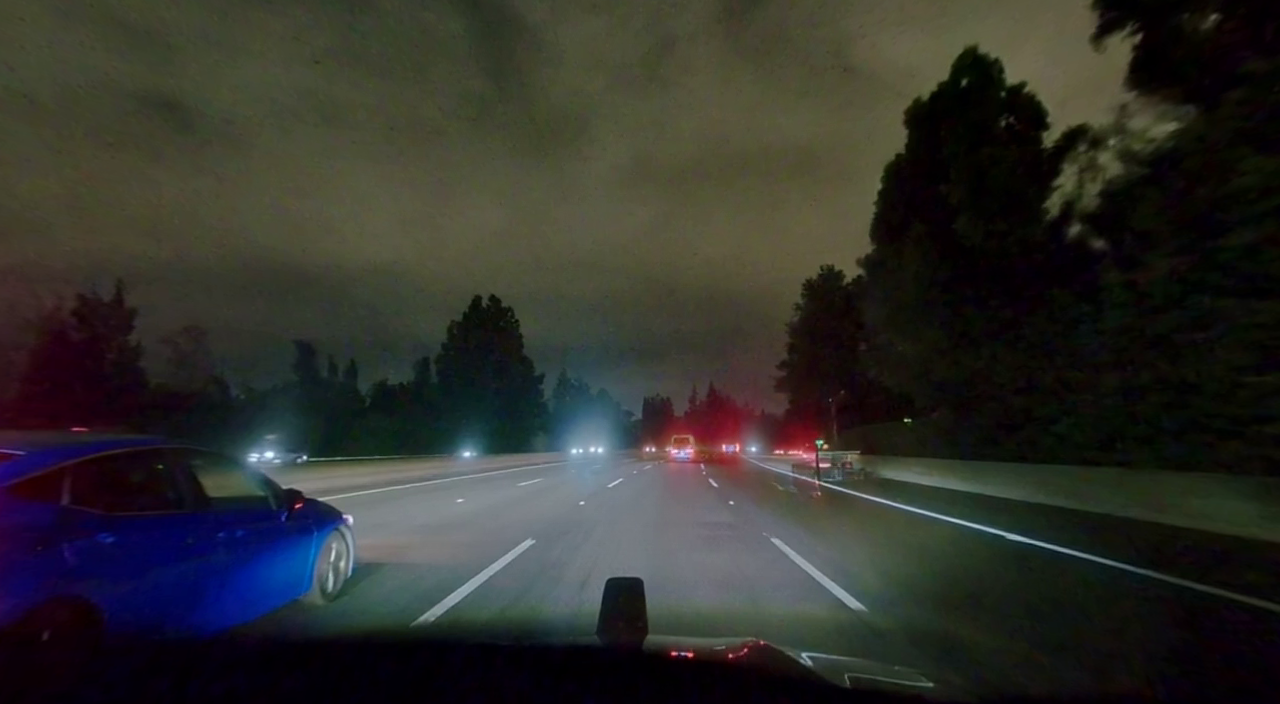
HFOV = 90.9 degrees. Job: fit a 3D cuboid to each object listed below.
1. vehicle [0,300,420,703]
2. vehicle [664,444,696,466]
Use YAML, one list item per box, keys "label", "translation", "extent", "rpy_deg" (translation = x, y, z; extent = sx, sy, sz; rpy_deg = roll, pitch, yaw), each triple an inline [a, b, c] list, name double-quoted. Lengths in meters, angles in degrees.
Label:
- label: "vehicle"
  translation: [-3.291, 0.967, 3.670]
  extent: [2.185, 1.823, 4.854]
  rpy_deg: [0, -9, 1]
- label: "vehicle"
  translation: [2.811, 7.153, 44.053]
  extent: [2.158, 1.458, 3.656]
  rpy_deg: [-1, -9, 5]
